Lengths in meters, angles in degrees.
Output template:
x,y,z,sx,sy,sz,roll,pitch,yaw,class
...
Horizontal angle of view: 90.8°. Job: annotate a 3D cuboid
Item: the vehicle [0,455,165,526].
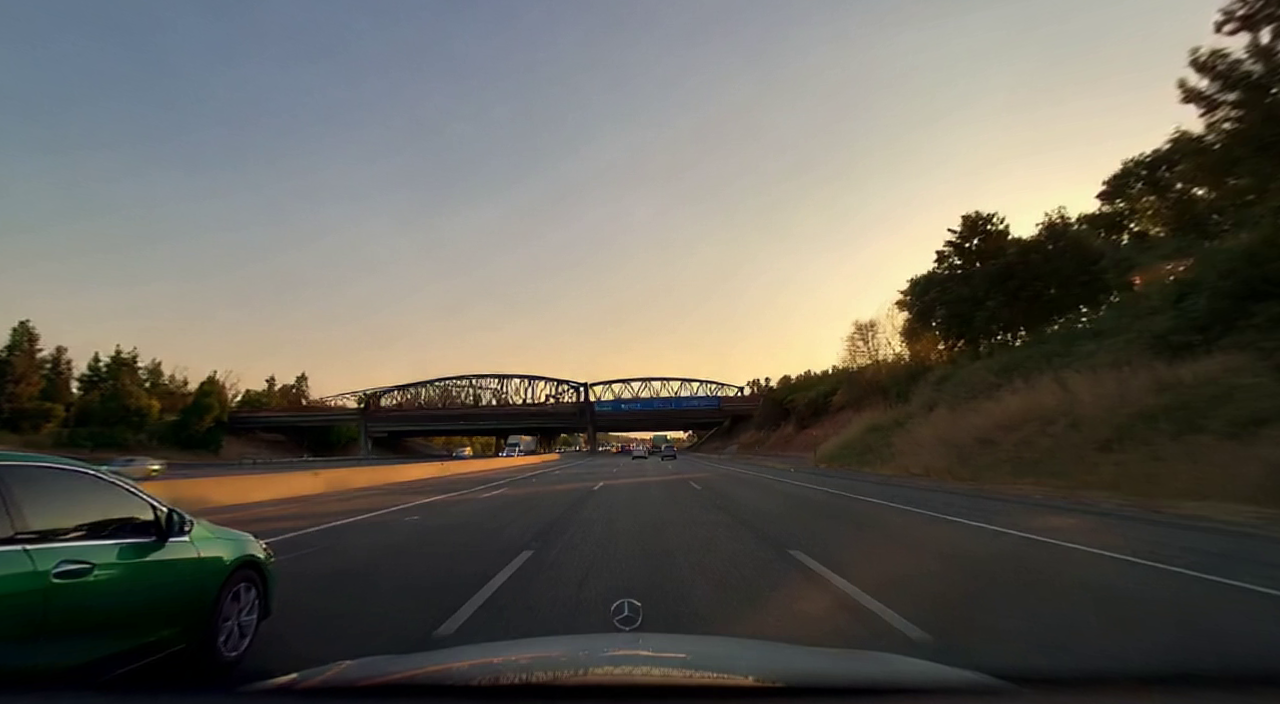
x,y,z,sx,sy,sz,roll,pitch,yaw,class
-14.952,3.429,16.182,1.836,1.495,4.668,0,-9,0,vehicle
